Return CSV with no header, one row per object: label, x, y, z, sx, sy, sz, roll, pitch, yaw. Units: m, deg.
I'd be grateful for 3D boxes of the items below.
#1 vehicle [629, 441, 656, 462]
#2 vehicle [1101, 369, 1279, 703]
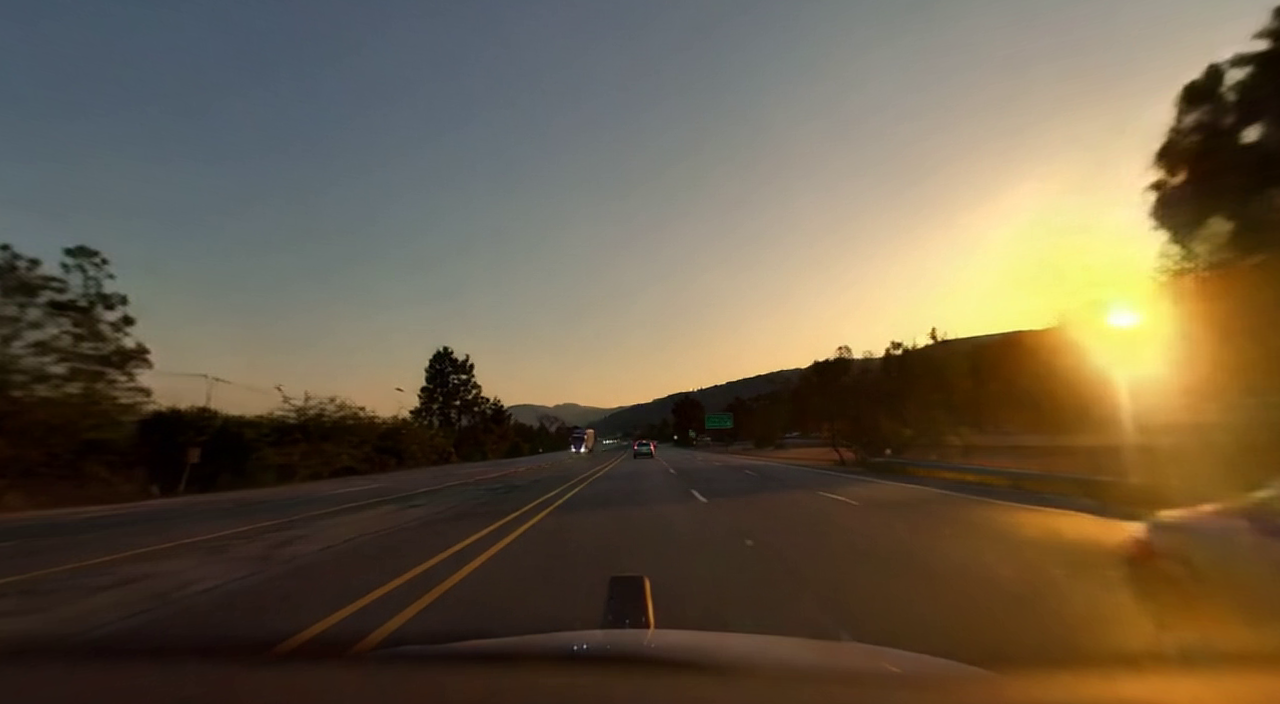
vehicle,0.212,7.546,47.909,2.009,1.554,4.013,0,-8,0
vehicle,3.939,0.743,1.903,2.037,1.609,4.036,0,-8,1
